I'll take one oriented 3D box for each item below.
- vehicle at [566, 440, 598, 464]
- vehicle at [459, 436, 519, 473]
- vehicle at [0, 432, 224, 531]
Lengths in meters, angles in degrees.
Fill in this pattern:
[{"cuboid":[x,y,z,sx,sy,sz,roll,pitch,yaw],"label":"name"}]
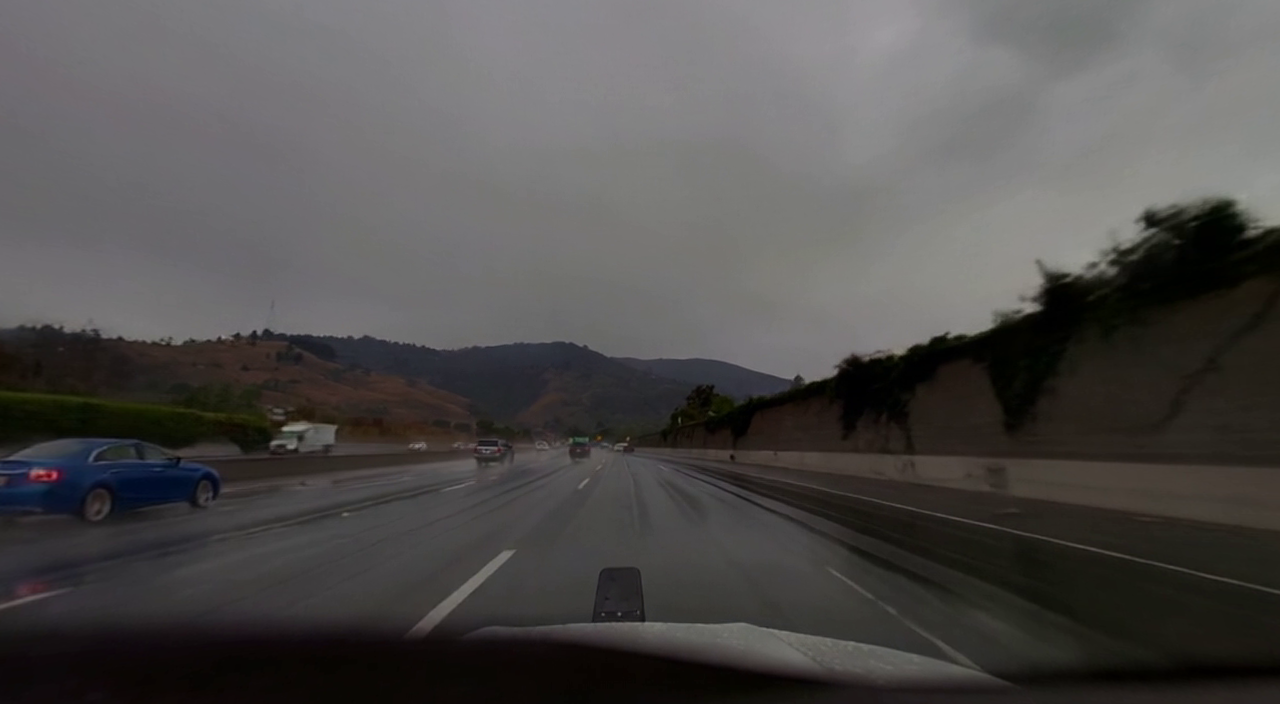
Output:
[{"cuboid":[-4.274,7.410,46.902,2.115,1.713,4.263,0,-8,-2],"label":"vehicle"},{"cuboid":[-7.908,5.417,33.562,2.074,1.768,4.805,0,-9,-2],"label":"vehicle"},{"cuboid":[-10.425,2.307,11.911,1.949,1.475,4.740,0,-8,0],"label":"vehicle"}]
